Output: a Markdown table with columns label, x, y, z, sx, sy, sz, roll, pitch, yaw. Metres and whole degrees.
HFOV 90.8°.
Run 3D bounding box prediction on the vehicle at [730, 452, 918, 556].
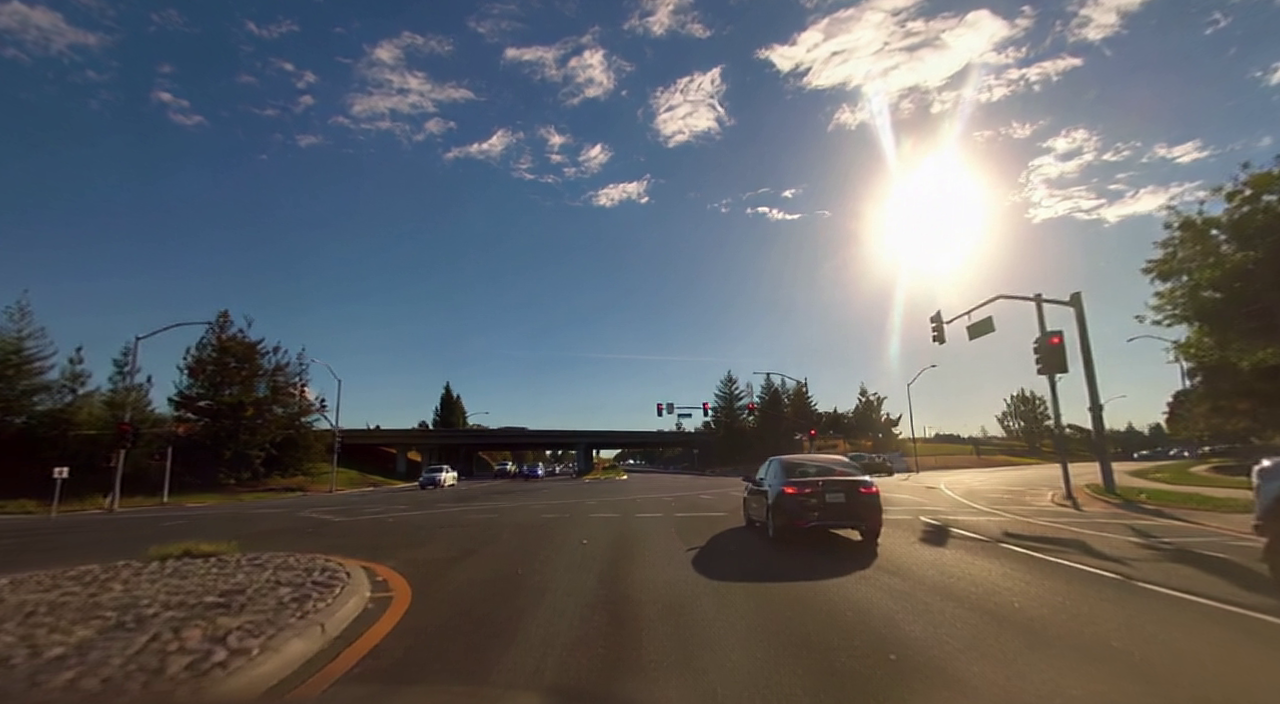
| label | x | y | z | sx | sy | sz | roll | pitch | yaw |
| --- | --- | --- | --- | --- | --- | --- | --- | --- | --- |
| vehicle | 2.939 | 2.515 | 11.260 | 1.909 | 1.425 | 4.521 | 0 | -9 | -1 |

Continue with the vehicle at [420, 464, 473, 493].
| label | x | y | z | sx | sy | sz | roll | pitch | yaw |
| --- | --- | --- | --- | --- | --- | --- | --- | --- | --- |
| vehicle | -12.924 | 8.462 | 42.552 | 2.126 | 1.506 | 5.411 | -2 | -9 | -2 |
